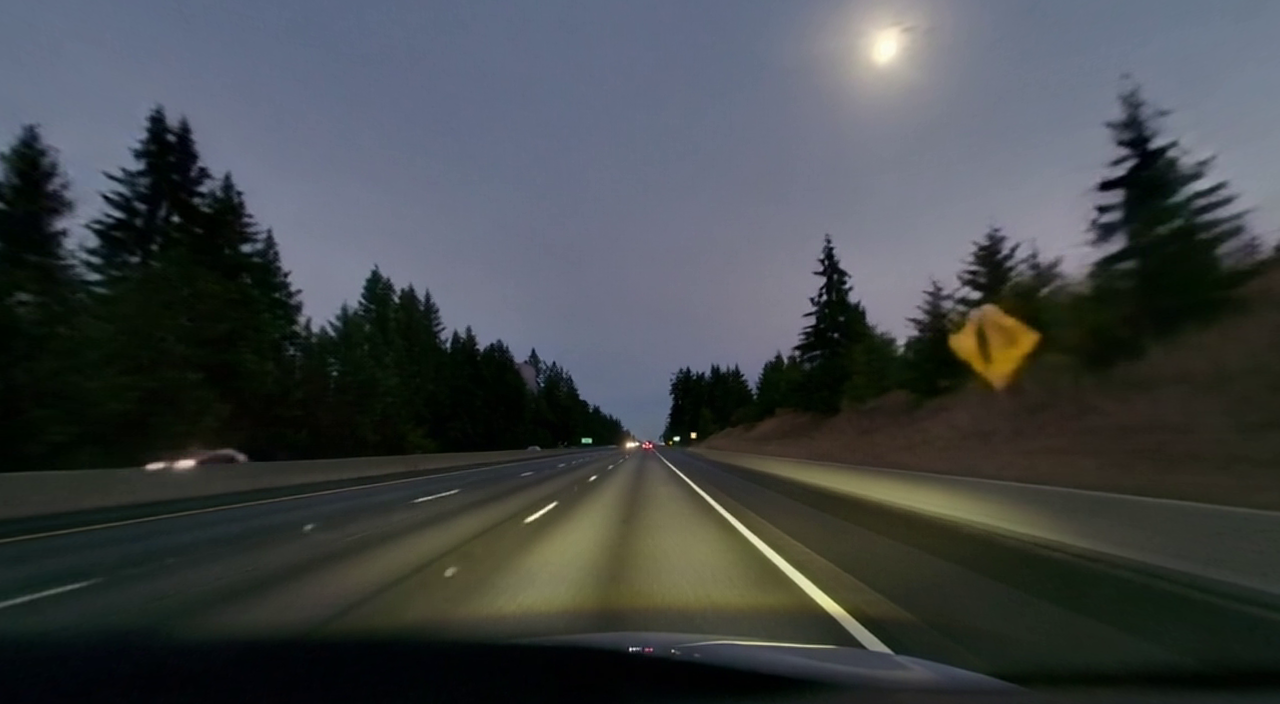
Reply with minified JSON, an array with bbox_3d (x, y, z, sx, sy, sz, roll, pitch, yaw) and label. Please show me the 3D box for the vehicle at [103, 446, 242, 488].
[{"bbox_3d":[-21.244,5.207,29.078,2.100,1.698,5.541,0,-8,1],"label":"vehicle"}]
